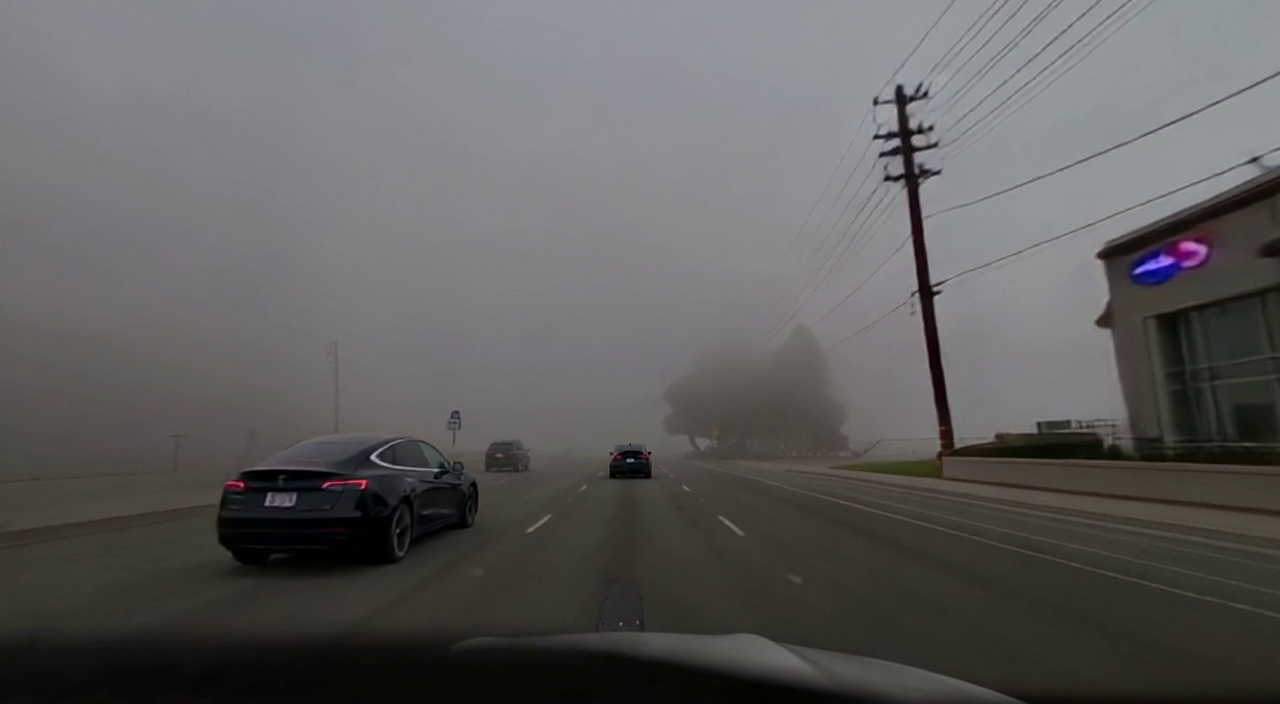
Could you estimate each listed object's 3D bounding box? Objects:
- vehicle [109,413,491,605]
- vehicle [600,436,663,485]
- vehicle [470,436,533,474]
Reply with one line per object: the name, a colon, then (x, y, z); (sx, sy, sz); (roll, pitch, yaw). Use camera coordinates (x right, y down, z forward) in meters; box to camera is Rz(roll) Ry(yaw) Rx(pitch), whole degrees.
vehicle: (-3.456, 1.695, 7.846); (1.985, 1.607, 4.892); (0, -8, 1)
vehicle: (-0.289, 4.071, 23.998); (2.189, 1.652, 4.135); (0, -8, 0)
vehicle: (-7.208, 5.424, 33.479); (2.203, 1.819, 4.547); (0, -8, 1)
